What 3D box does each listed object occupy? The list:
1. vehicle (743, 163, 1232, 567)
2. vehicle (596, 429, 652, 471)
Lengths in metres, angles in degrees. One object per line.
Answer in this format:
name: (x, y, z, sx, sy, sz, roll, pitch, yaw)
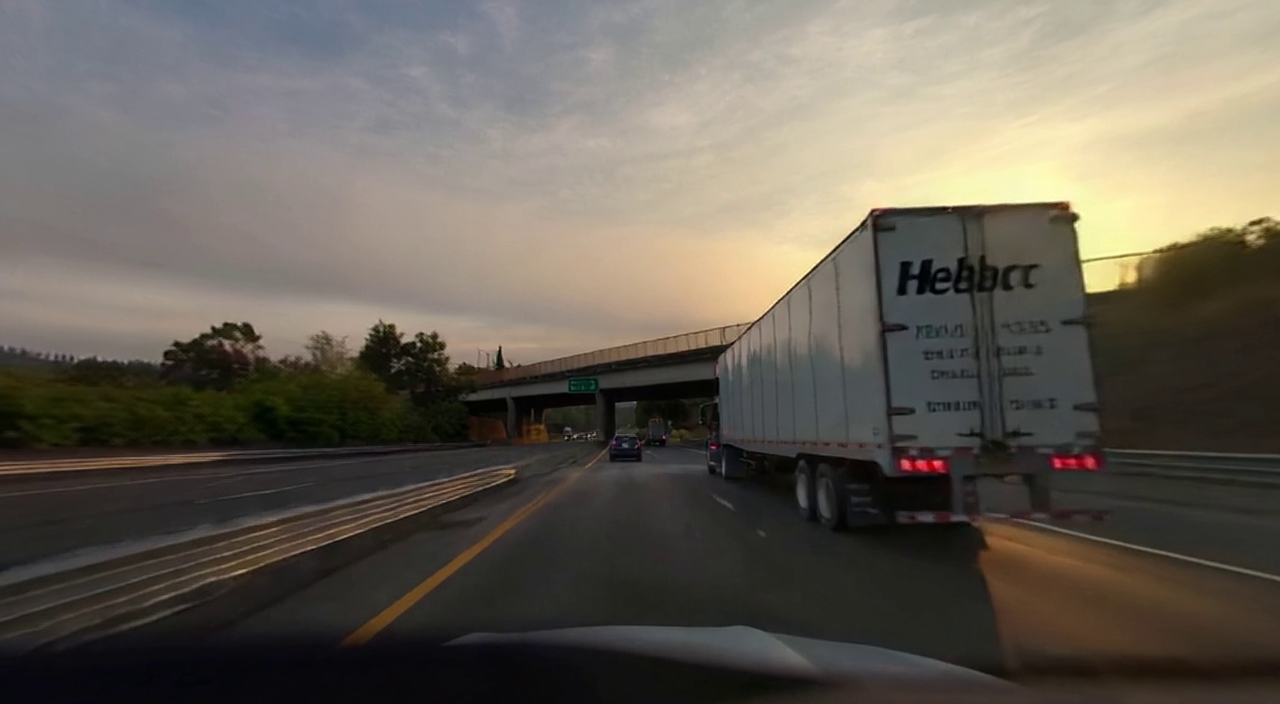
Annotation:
vehicle: (4.167, 0.694, 11.148, 2.853, 4.038, 9.832, 0, -8, -1)
vehicle: (-0.631, 3.931, 25.638, 2.095, 1.557, 3.963, 0, -8, -1)
